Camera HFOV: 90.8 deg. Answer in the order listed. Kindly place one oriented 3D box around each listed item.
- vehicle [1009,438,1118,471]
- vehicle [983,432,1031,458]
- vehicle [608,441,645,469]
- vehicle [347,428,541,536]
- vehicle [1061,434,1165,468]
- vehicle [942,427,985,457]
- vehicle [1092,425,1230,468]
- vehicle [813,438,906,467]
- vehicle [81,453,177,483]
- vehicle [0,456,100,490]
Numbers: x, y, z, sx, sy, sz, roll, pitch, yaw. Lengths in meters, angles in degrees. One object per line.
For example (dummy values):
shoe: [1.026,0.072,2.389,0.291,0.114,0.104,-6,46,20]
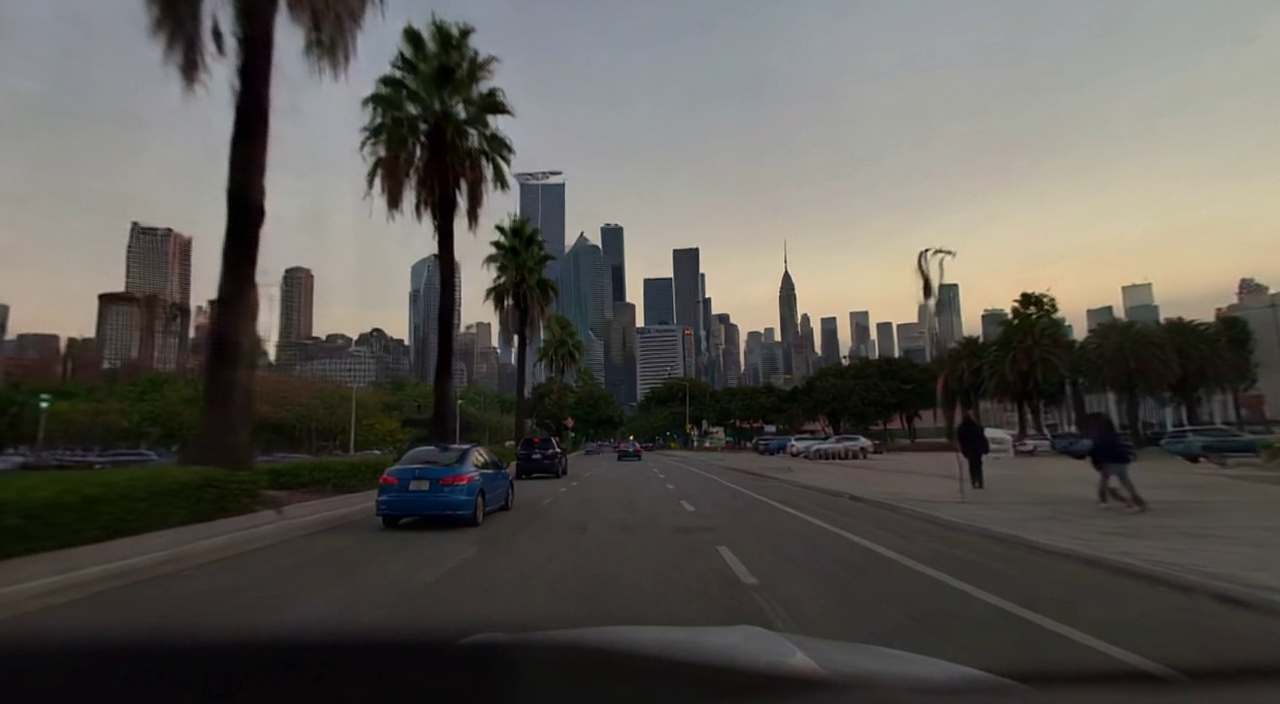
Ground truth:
vehicle: [20.386,4.925,30.701,1.976,1.431,4.774,-1,-8,-1]
vehicle: [26.165,6.644,45.161,1.982,1.694,4.676,-3,-9,19]
vehicle: [-0.750,5.865,36.088,2.004,1.465,3.713,0,-8,0]
vehicle: [-3.178,2.214,11.372,2.071,1.544,4.383,0,-8,0]
vehicle: [22.767,4.772,30.641,1.938,1.522,4.121,-1,-8,3]
vehicle: [23.358,6.568,45.847,2.288,1.984,5.526,-4,-9,23]
vehicle: [25.173,4.607,30.924,2.147,1.886,5.603,-1,-8,3]
vehicle: [12.865,5.932,37.203,4.749,1.522,1.905,-1,-9,-3]
vehicle: [-31.019,7.040,38.535,1.888,1.625,4.699,0,-8,0]
vehicle: [-30.881,6.192,32.612,1.859,1.524,4.812,0,-8,-2]
